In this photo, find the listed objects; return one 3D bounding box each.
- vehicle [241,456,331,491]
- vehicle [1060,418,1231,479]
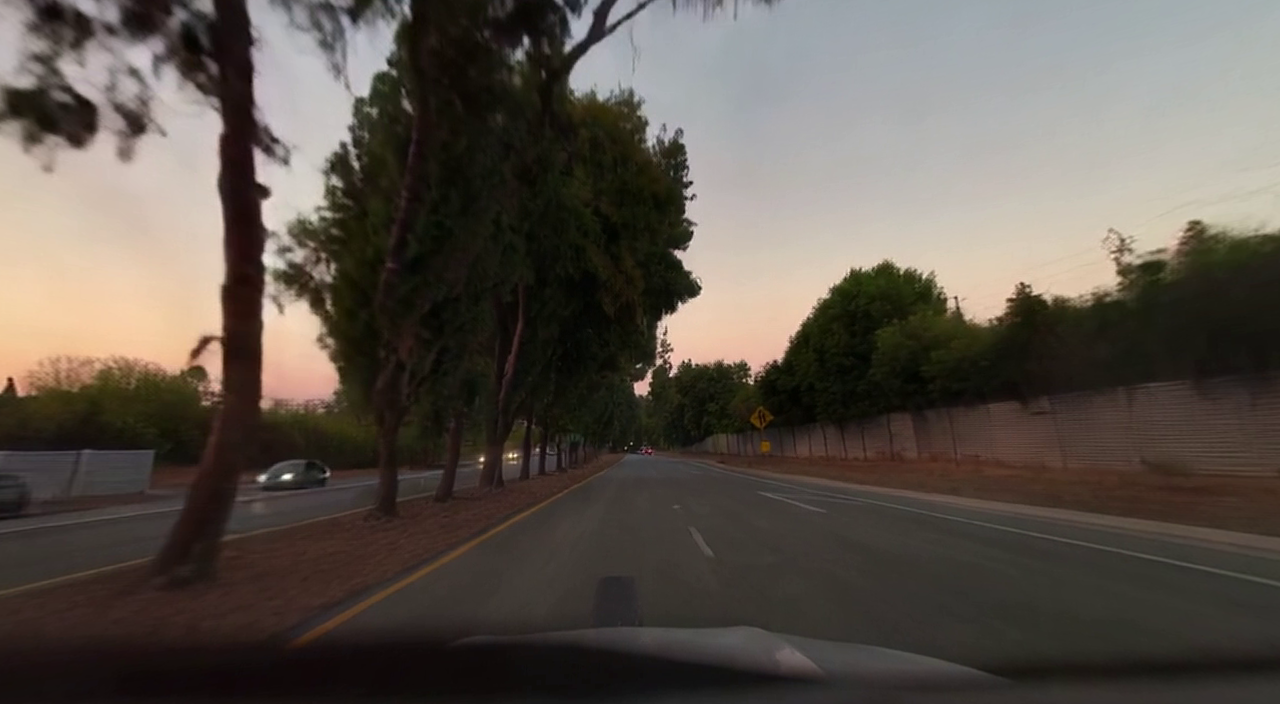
[{"bbox_3d":[-17.121,5.878,30.746,1.845,1.478,4.574,0,-8,-2],"label":"vehicle"},{"bbox_3d":[16.562,3.127,21.010,1.855,1.670,4.616,-4,-6,1],"label":"vehicle"}]
